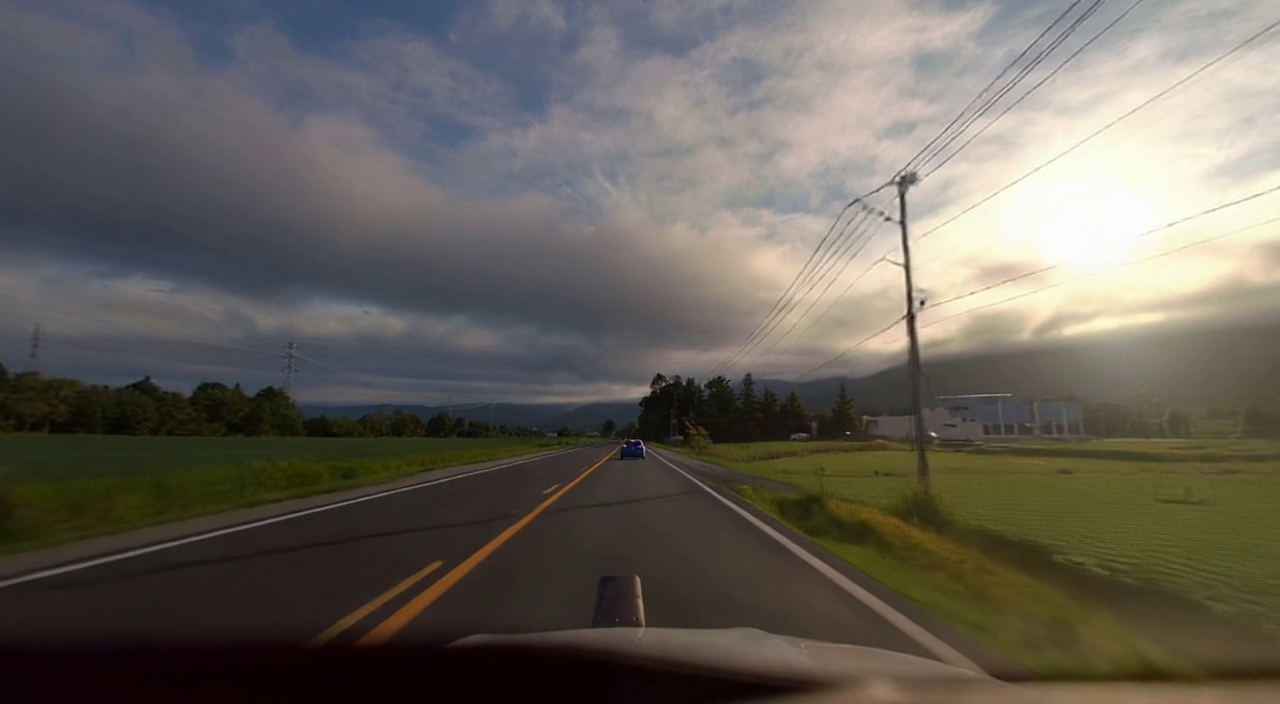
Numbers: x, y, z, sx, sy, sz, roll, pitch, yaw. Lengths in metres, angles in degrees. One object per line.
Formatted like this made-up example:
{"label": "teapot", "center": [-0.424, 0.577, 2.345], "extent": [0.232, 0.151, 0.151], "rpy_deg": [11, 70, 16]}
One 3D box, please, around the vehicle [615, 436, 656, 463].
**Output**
{"label": "vehicle", "center": [-0.255, 5.587, 36.380], "extent": [2.241, 1.471, 3.829], "rpy_deg": [0, -8, -1]}
